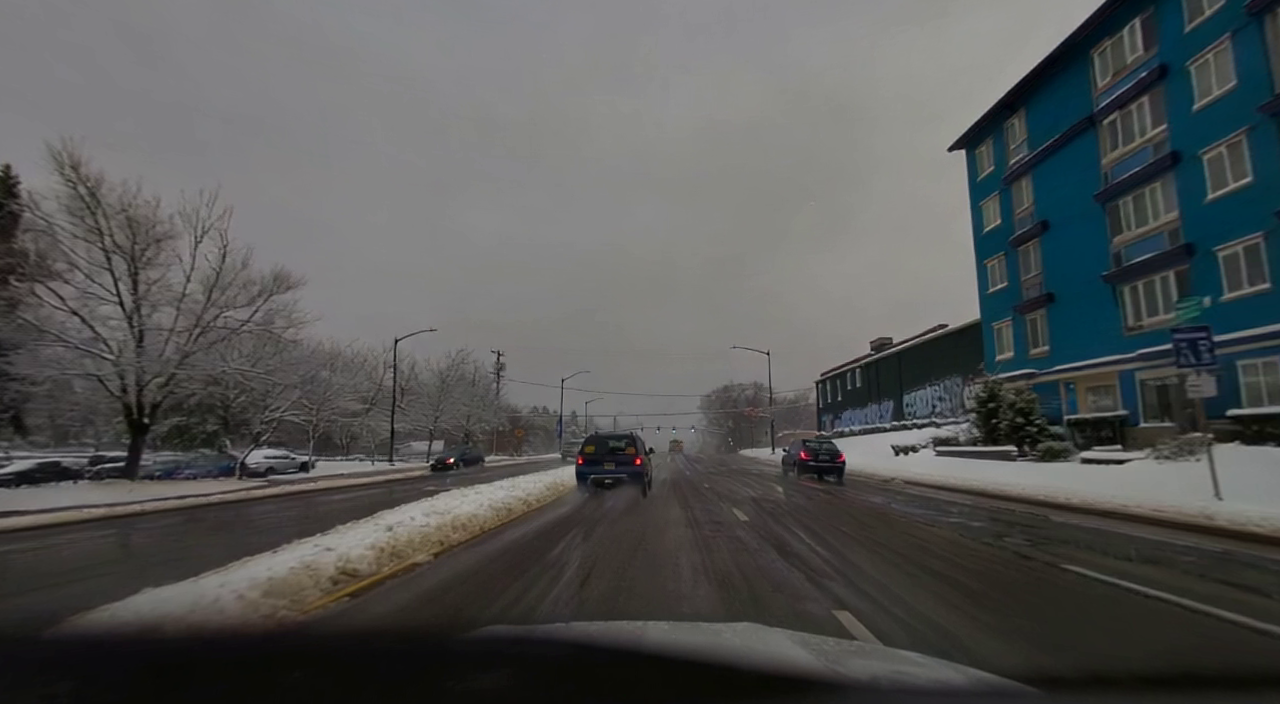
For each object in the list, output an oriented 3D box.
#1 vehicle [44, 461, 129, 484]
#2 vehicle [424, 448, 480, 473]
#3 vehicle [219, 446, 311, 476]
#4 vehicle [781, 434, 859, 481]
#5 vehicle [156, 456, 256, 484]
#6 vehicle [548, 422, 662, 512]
[{"bbox_3d":[-40.454,8.774,46.222,1.908,1.433,4.543,-2,-9,4],"label":"vehicle"},{"bbox_3d":[-12.052,6.988,40.739,1.842,1.482,4.386,-1,-8,7],"label":"vehicle"},{"bbox_3d":[-25.774,7.516,43.527,4.916,1.826,2.242,-2,-10,-1],"label":"vehicle"},{"bbox_3d":[7.293,4.298,25.968,1.952,1.749,4.311,0,-8,1],"label":"vehicle"},{"bbox_3d":[-26.511,7.176,38.572,4.712,1.473,2.083,-3,-9,5],"label":"vehicle"},{"bbox_3d":[-0.638,2.668,15.159,2.160,1.786,4.702,-1,-8,4],"label":"vehicle"}]
